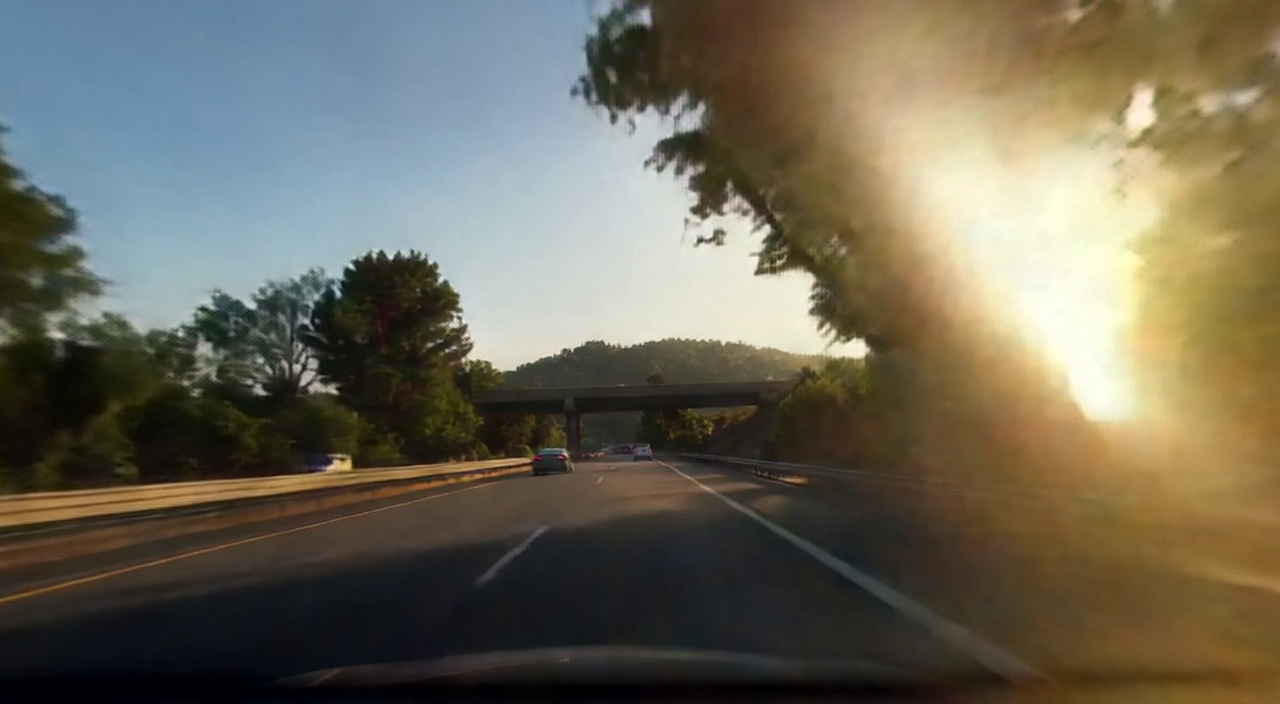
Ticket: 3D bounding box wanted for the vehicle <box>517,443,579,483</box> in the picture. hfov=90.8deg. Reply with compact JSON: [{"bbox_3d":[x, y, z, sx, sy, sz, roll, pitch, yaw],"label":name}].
[{"bbox_3d":[-4.036,4.936,28.461,2.076,1.637,4.526,0,-9,0],"label":"vehicle"}]
